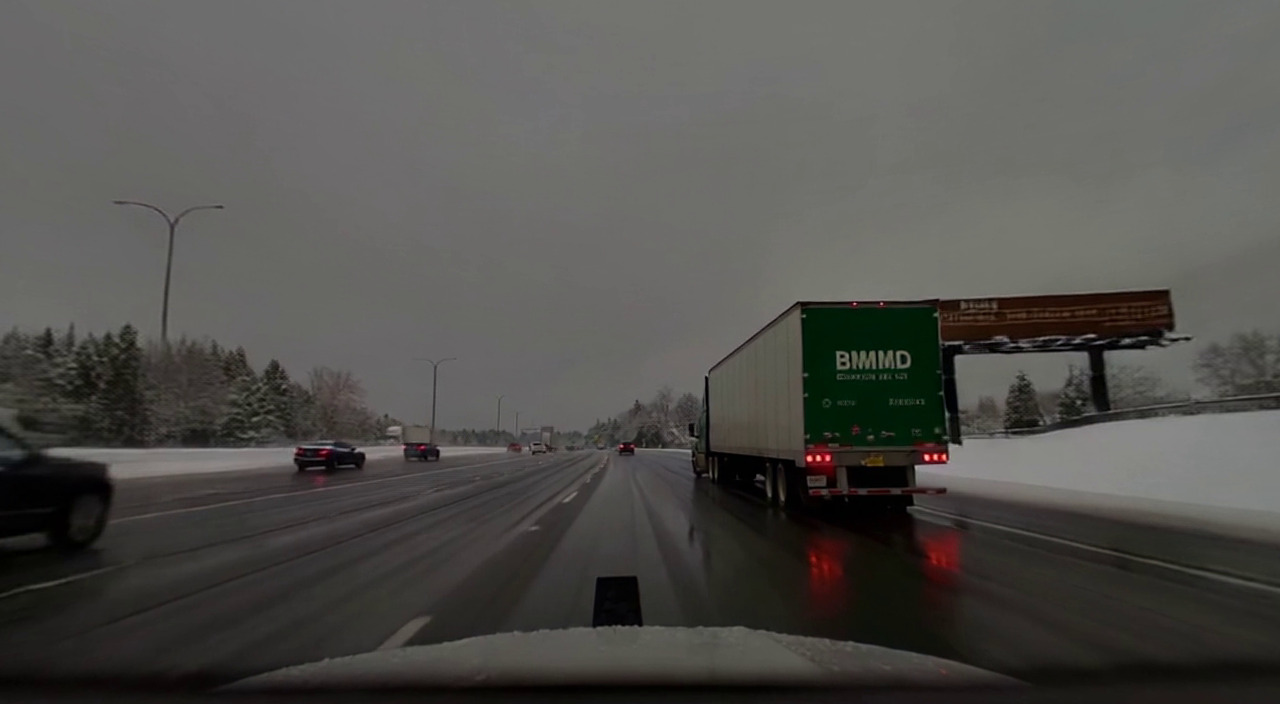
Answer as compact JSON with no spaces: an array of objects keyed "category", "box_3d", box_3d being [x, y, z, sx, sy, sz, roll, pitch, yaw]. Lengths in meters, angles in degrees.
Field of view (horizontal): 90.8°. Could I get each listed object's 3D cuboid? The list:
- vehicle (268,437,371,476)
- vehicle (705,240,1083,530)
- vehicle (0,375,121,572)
[{"category":"vehicle","box_3d":[-14.610,4.768,29.215,1.970,1.618,5.364,0,-8,0]},{"category":"vehicle","box_3d":[4.153,1.492,16.051,2.891,3.944,15.051,0,-8,-2]},{"category":"vehicle","box_3d":[-7.323,1.008,4.936,2.100,1.905,5.119,0,-8,0]}]
